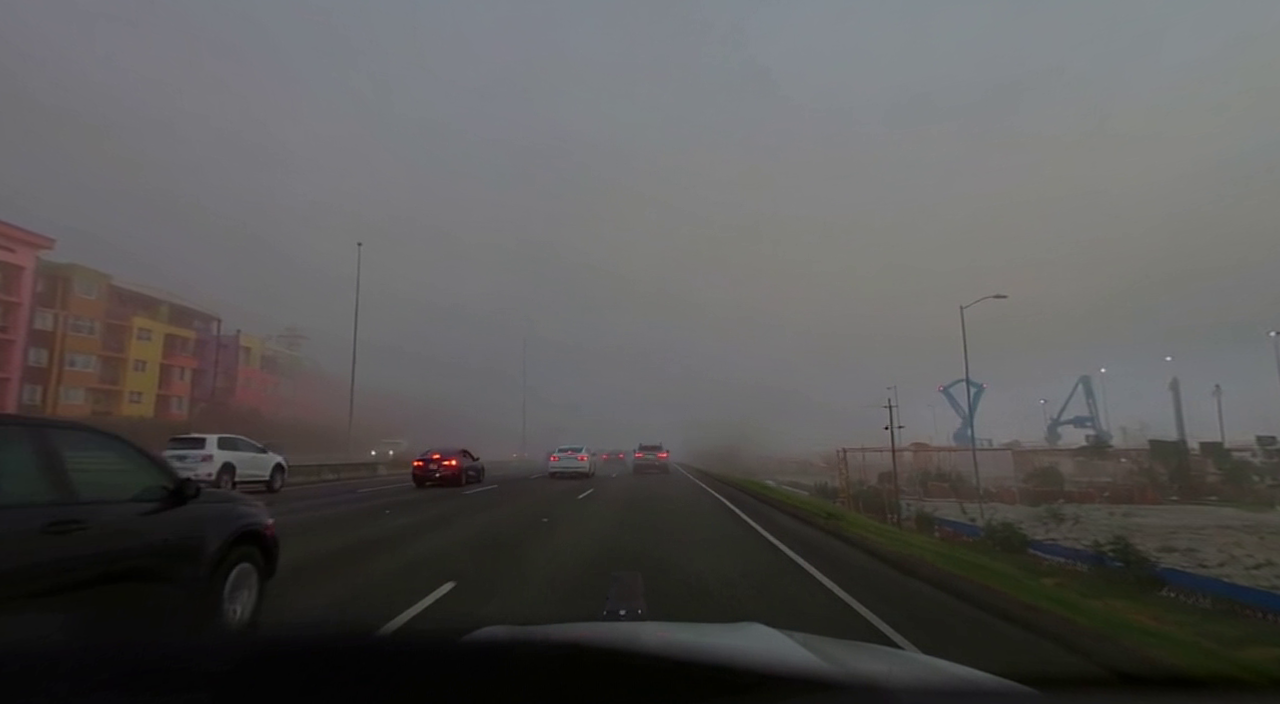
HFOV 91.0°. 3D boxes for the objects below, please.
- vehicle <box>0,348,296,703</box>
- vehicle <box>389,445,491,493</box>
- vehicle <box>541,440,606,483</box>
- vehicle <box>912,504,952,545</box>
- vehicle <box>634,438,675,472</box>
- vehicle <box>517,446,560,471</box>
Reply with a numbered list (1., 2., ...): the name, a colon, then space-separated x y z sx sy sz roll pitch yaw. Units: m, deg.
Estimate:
1. vehicle: -3.686 0.826 2.527 2.045 1.710 4.382 0 -8 1
2. vehicle: -6.774 3.996 21.942 1.959 1.486 4.460 0 -8 2
3. vehicle: -2.765 4.683 27.307 2.109 1.657 4.554 0 -8 3
4. vehicle: 19.383 11.426 41.903 1.859 1.579 4.190 -6 -2 20
5. vehicle: 0.789 5.644 34.725 2.116 1.763 4.352 0 -8 1
6. vehicle: -6.359 6.718 39.964 1.931 1.505 4.386 0 -8 1
